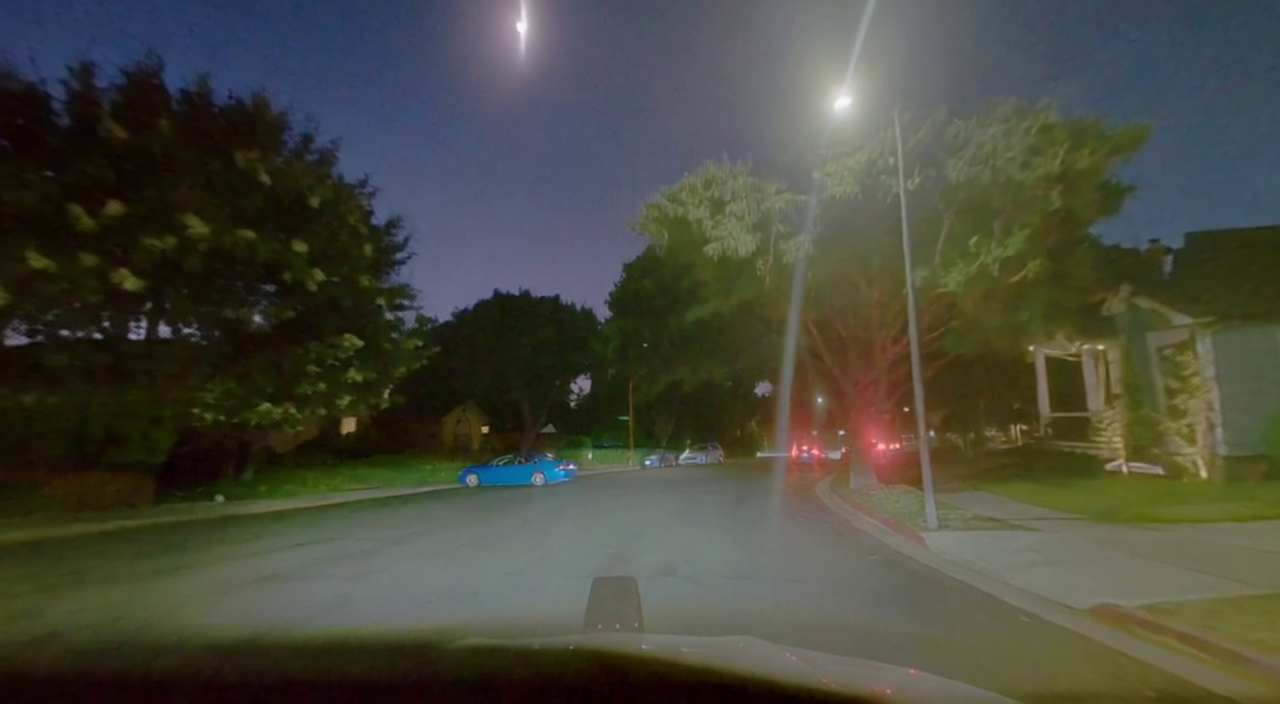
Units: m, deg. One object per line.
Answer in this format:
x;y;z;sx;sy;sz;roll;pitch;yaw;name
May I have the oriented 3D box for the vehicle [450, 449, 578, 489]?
-5.046;4.670;25.551;4.653;1.480;1.871;-2;-9;12;vehicle
